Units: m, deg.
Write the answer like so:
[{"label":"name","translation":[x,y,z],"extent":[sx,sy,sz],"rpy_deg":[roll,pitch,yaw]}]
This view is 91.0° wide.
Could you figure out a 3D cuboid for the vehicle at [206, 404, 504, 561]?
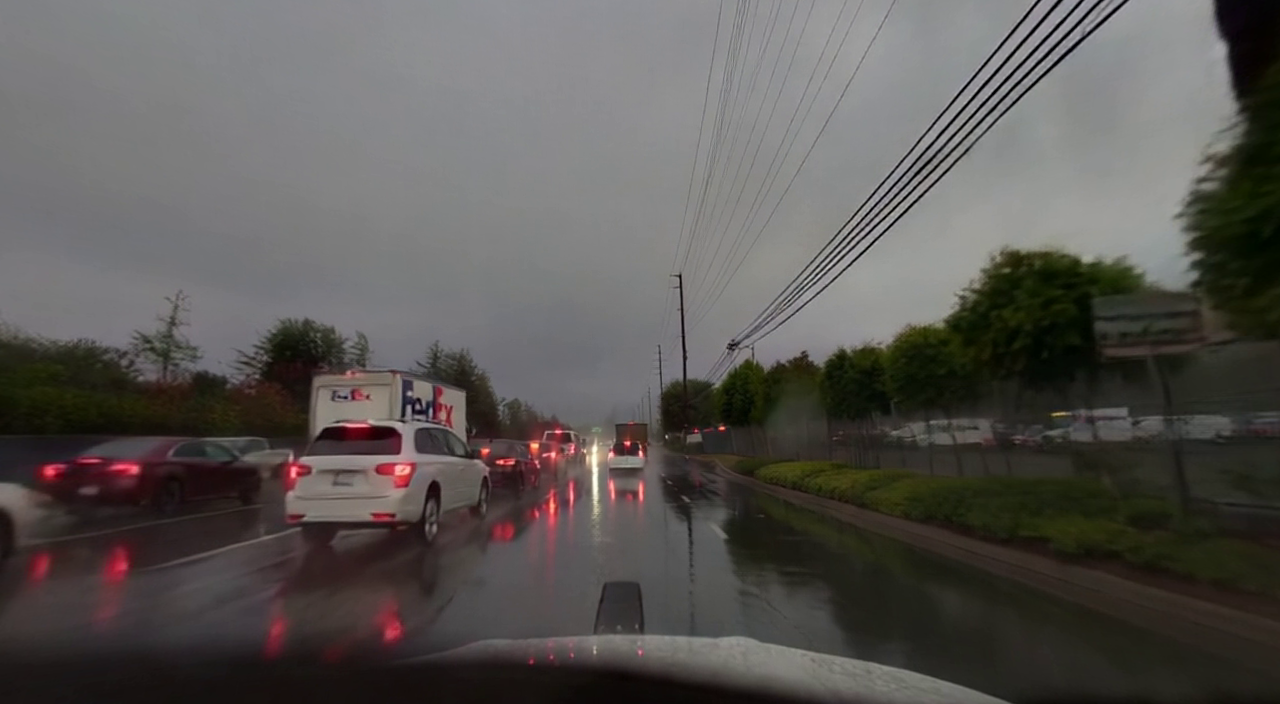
[{"label":"vehicle","translation":[-3.840,1.872,9.781],"extent":[2.263,1.803,4.868],"rpy_deg":[0,-8,1]}]

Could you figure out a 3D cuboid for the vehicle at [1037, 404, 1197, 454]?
[{"label":"vehicle","translation":[32.683,5.337,43.291],"extent":[8.848,3.271,2.774],"rpy_deg":[0,-9,-5]}]

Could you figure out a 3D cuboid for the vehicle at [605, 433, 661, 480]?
[{"label":"vehicle","translation":[-0.300,4.111,25.031],"extent":[2.055,1.671,4.147],"rpy_deg":[0,-8,-1]}]
